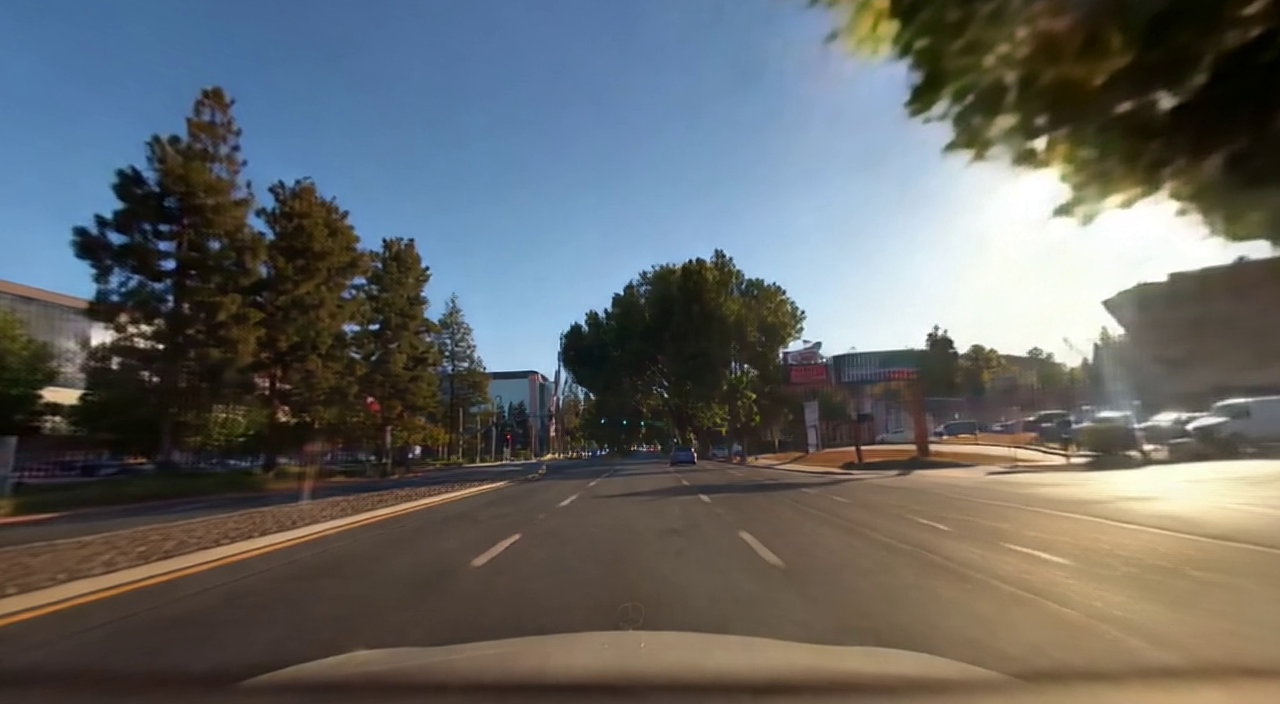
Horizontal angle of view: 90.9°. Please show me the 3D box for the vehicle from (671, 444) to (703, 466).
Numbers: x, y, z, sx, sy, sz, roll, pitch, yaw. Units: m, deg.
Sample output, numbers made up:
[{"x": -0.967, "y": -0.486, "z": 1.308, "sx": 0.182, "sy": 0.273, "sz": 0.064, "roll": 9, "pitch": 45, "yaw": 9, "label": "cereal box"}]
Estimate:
[{"x": 3.404, "y": 7.575, "z": 46.534, "sx": 2.057, "sy": 1.470, "sz": 4.454, "roll": 0, "pitch": -9, "yaw": 0, "label": "vehicle"}]

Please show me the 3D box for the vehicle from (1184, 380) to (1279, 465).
[{"x": 30.317, "y": 3.429, "z": 29.988, "sx": 8.374, "sy": 3.650, "sz": 2.884, "roll": 3, "pitch": -9, "yaw": -22, "label": "vehicle"}]
